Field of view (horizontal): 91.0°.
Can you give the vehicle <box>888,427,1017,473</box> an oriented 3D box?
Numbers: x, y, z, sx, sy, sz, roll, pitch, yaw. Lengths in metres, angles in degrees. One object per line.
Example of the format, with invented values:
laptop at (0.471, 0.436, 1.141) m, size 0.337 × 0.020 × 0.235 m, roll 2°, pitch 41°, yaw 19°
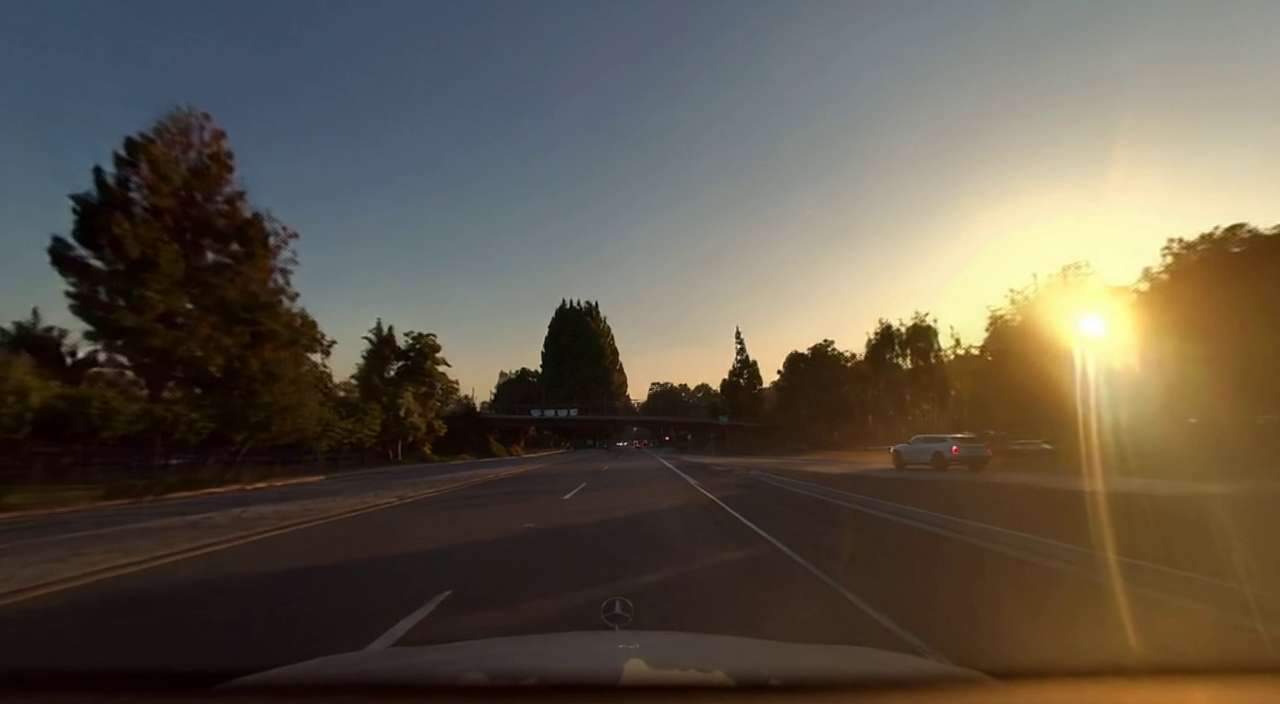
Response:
vehicle at (14.283, 4.517, 29.225) m, size 2.328 × 1.916 × 5.227 m, roll 2°, pitch -9°, yaw -17°
